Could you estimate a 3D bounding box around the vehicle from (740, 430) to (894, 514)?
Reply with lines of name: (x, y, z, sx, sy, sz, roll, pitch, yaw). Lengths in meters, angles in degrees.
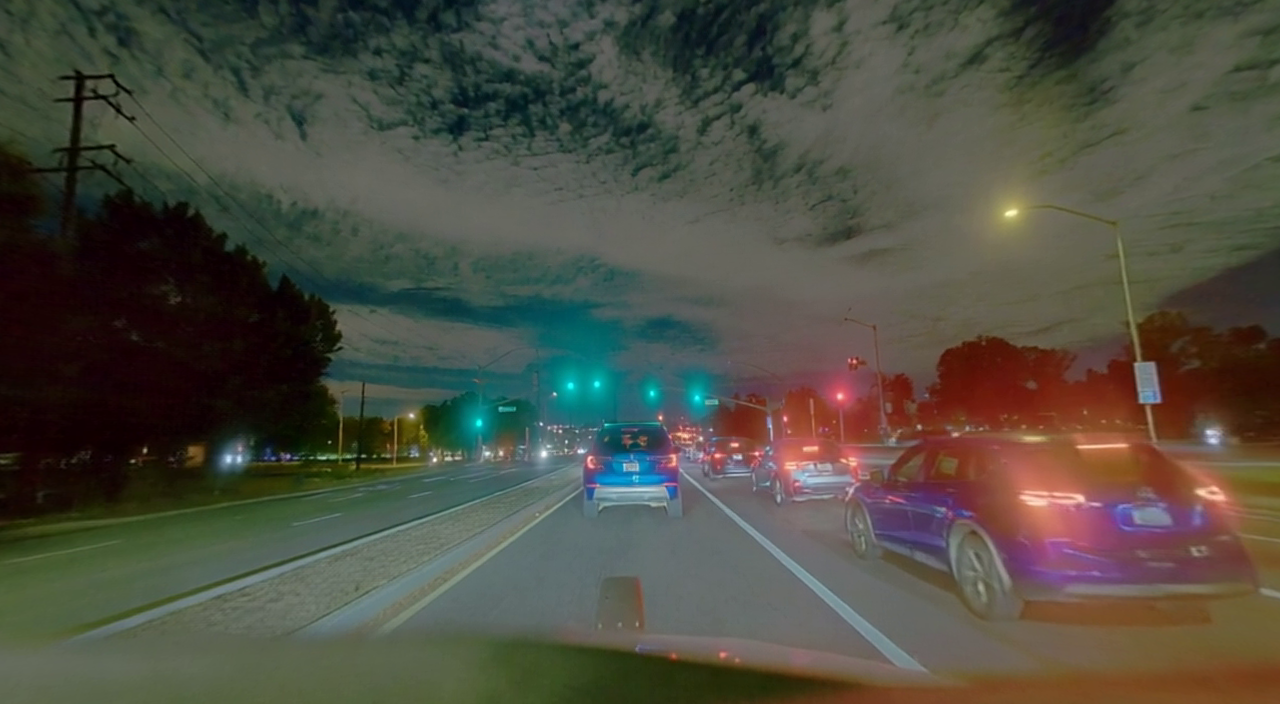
vehicle: (3.514, 2.463, 13.493, 1.952, 1.477, 4.417, 0, -8, -1)

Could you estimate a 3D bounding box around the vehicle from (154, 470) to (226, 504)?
vehicle: (-25.581, 7.637, 35.908, 3.826, 1.522, 1.741, -2, -8, 30)

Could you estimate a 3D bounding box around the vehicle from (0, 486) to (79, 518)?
vehicle: (-33.348, 8.157, 34.436, 3.637, 1.483, 2.007, -1, -8, 0)

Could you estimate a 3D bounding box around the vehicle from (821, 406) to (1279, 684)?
vehicle: (3.302, 1.362, 5.683, 1.984, 1.462, 4.513, 0, -8, 0)

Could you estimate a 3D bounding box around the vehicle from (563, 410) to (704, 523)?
vehicle: (-0.140, 2.184, 12.508, 2.300, 1.821, 4.254, 0, -8, -1)
